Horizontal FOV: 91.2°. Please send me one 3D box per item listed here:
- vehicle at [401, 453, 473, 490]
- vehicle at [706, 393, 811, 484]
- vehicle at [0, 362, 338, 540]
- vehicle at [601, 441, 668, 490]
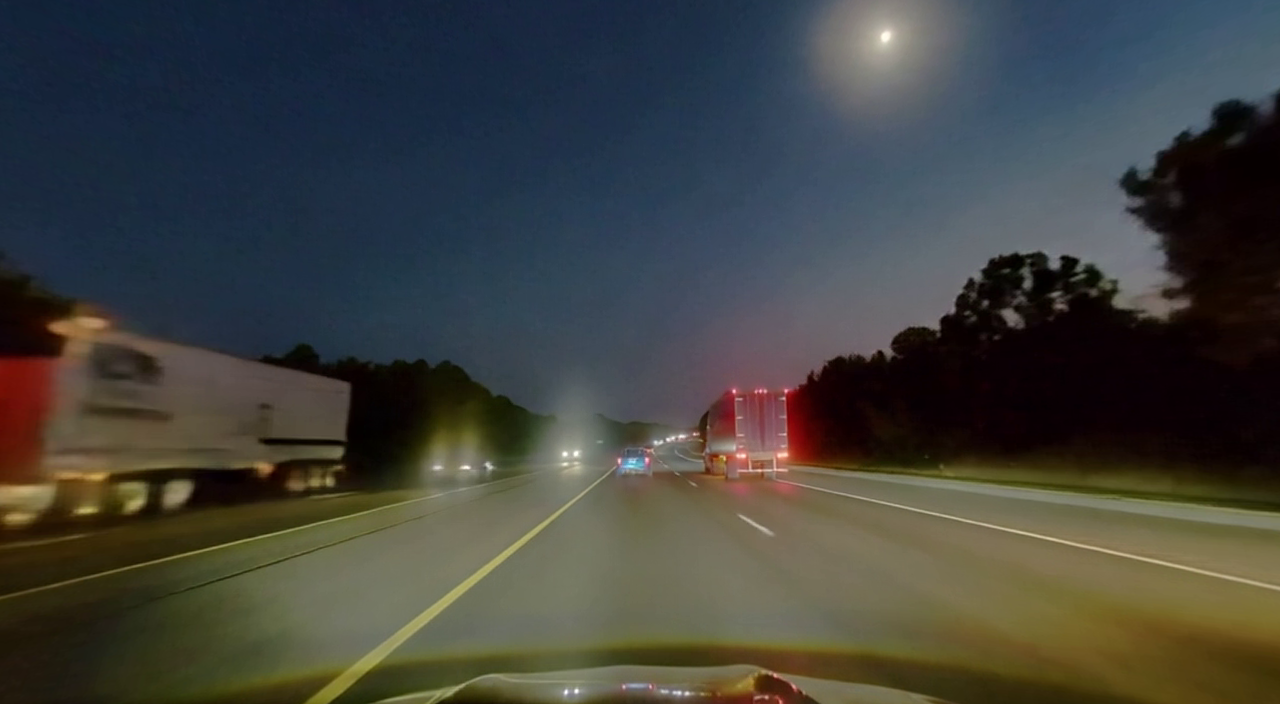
[{"bbox_3d":[-8.949,5.282,28.012,1.941,1.513,3.779,-1,-9,0],"label":"vehicle"},{"bbox_3d":[4.599,3.629,26.037,2.791,3.201,7.145,0,-9,-1],"label":"vehicle"},{"bbox_3d":[-13.409,2.743,17.482,3.243,3.224,13.889,0,-9,-1],"label":"vehicle"},{"bbox_3d":[-0.191,3.821,21.362,2.066,1.490,3.759,0,-9,-1],"label":"vehicle"}]
